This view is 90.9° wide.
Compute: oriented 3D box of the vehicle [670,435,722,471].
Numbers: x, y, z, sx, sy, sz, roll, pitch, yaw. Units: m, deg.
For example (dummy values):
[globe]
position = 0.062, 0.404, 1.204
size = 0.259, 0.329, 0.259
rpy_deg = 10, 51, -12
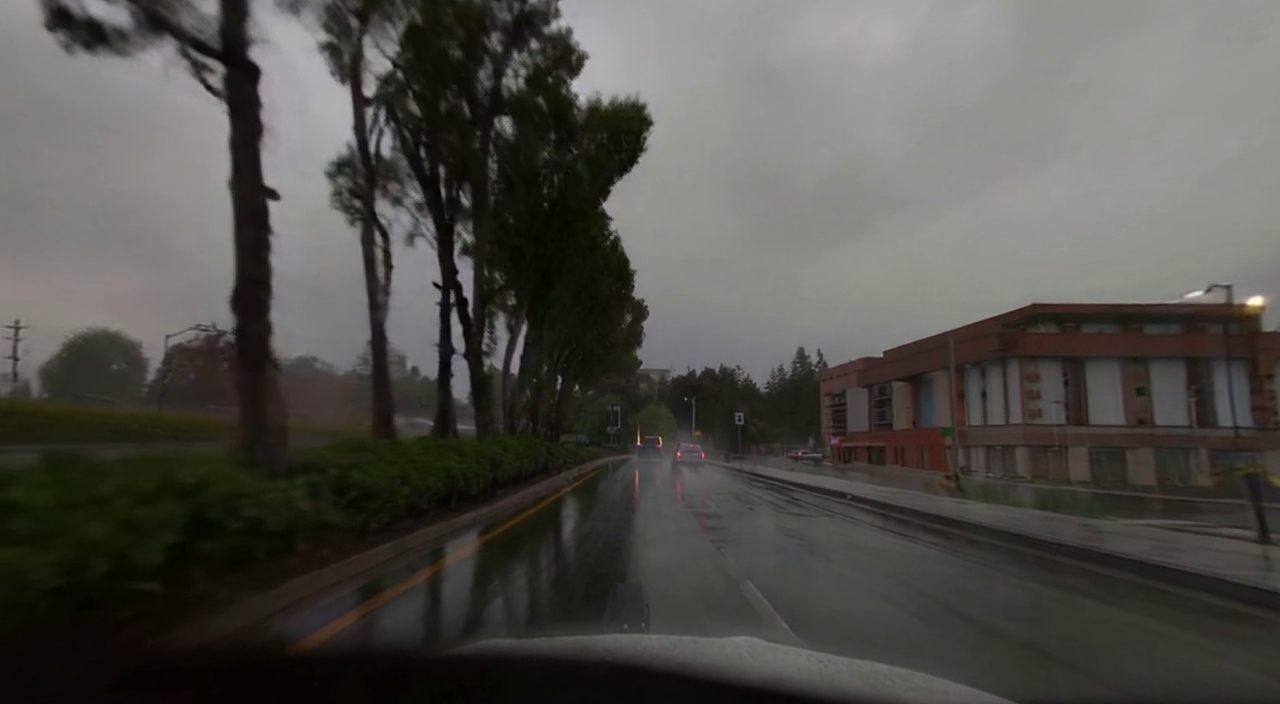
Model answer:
[vehicle]
position = 2.436, 4.529, 28.554
size = 1.956, 1.473, 4.640
rpy_deg = 0, -8, 0
